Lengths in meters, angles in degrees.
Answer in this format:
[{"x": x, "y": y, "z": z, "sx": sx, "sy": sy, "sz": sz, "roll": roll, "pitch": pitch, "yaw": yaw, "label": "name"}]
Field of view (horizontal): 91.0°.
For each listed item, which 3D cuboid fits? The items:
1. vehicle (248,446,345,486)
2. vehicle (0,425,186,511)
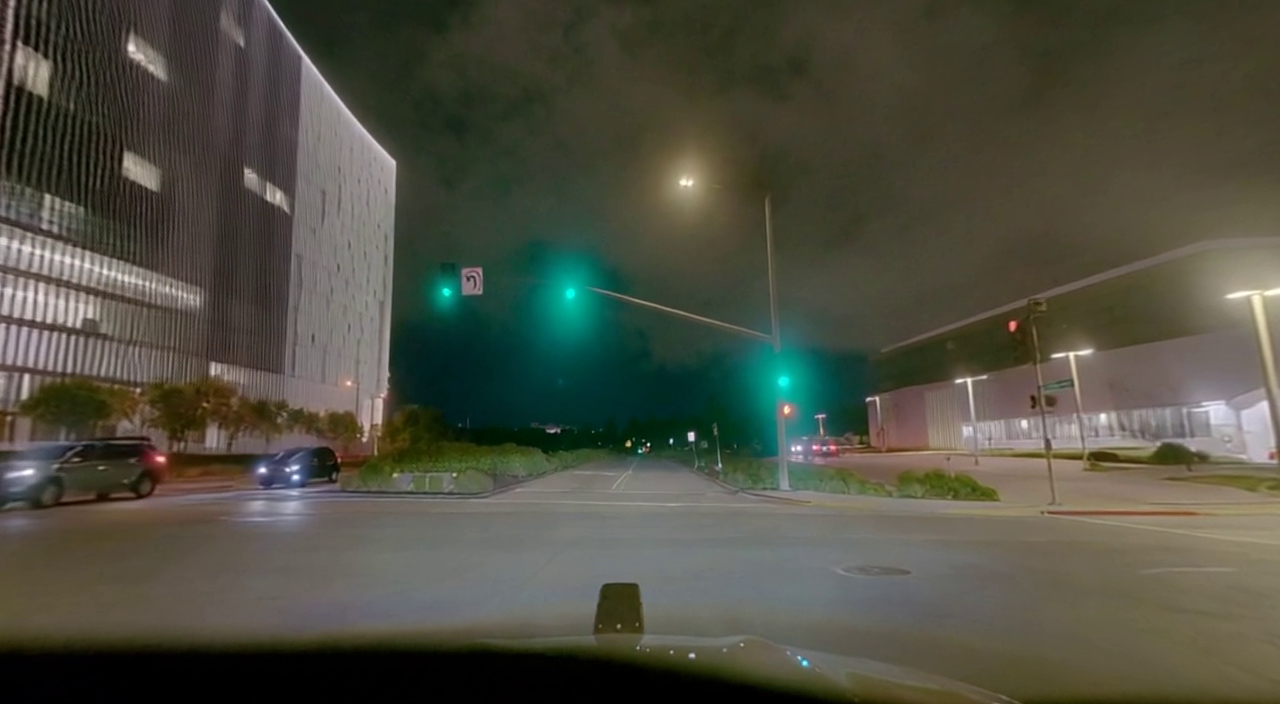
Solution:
[{"x": -15.089, "y": 4.982, "z": 27.936, "sx": 1.932, "sy": 1.605, "sz": 4.146, "roll": 0, "pitch": -9, "yaw": 0, "label": "vehicle"}, {"x": -14.976, "y": 2.972, "z": 16.654, "sx": 2.091, "sy": 1.915, "sz": 5.040, "roll": 0, "pitch": -9, "yaw": 1, "label": "vehicle"}]
